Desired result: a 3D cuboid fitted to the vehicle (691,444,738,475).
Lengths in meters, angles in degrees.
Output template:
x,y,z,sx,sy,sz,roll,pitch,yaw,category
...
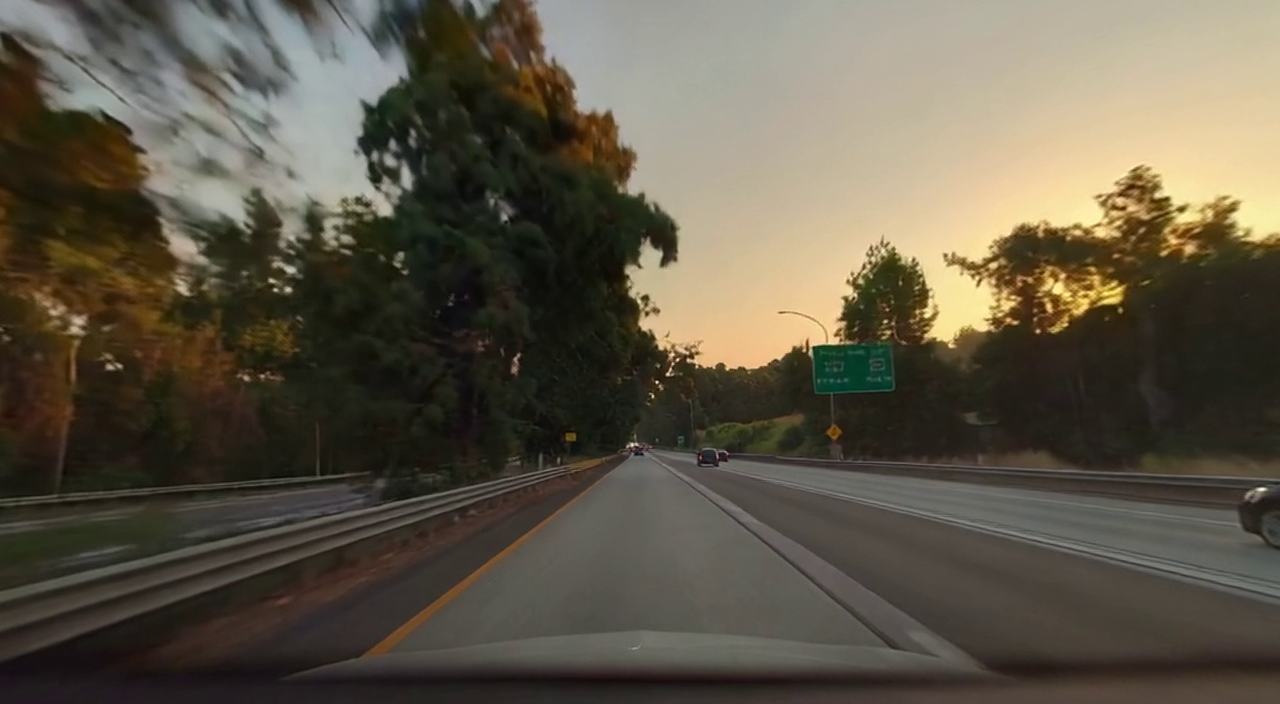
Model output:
x,y,z,sx,sy,sz,roll,pitch,yaw,category
4.155,6.097,35.855,2.058,1.605,4.116,0,-9,-2,vehicle
